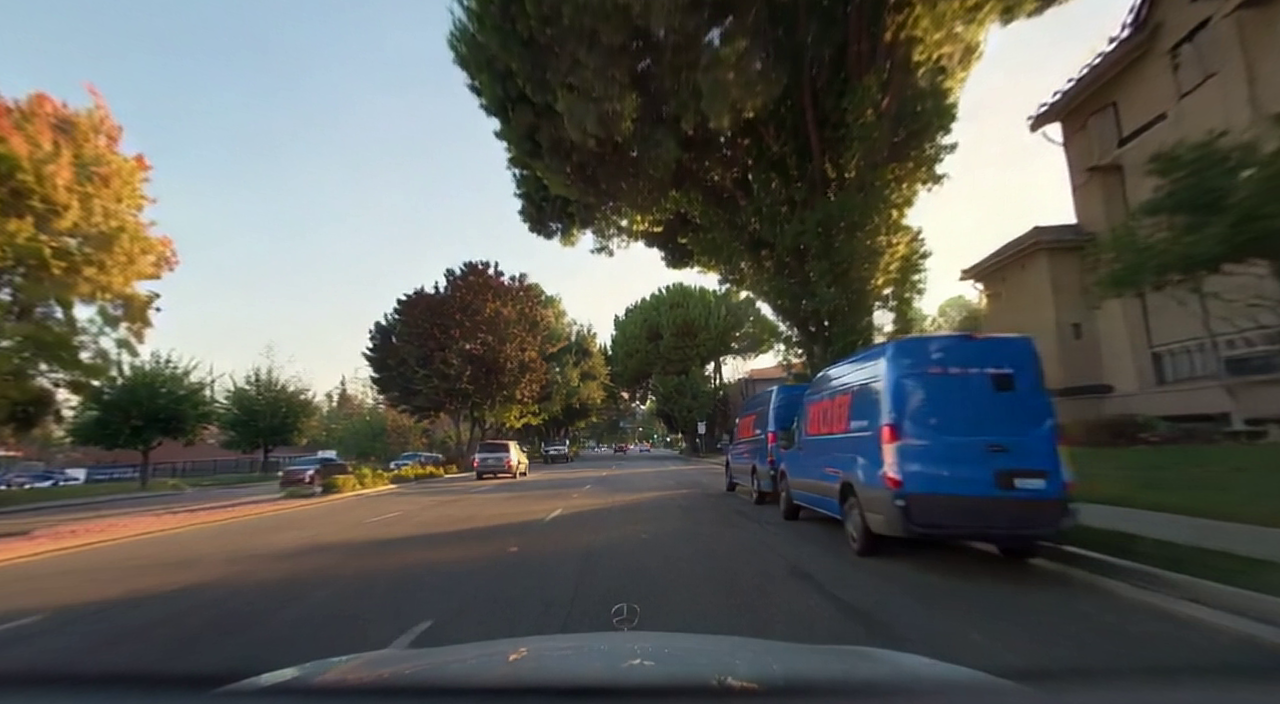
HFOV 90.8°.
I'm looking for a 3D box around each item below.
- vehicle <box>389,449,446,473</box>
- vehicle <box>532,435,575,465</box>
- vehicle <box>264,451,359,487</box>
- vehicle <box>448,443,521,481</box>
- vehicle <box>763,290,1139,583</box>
[{"bbox_3d":[-14.726,7.253,42.148,2.031,1.466,4.592,0,-9,1],"label":"vehicle"},{"bbox_3d":[-6.299,7.280,46.979,2.332,2.039,5.678,0,-9,1],"label":"vehicle"},{"bbox_3d":[-14.909,5.305,28.978,1.842,1.472,4.639,0,-9,0],"label":"vehicle"},{"bbox_3d":[-6.546,4.685,27.123,1.970,1.456,4.441,0,-9,1],"label":"vehicle"},{"bbox_3d":[3.626,1.185,8.902,2.791,3.026,4.668,0,-9,0],"label":"vehicle"}]
